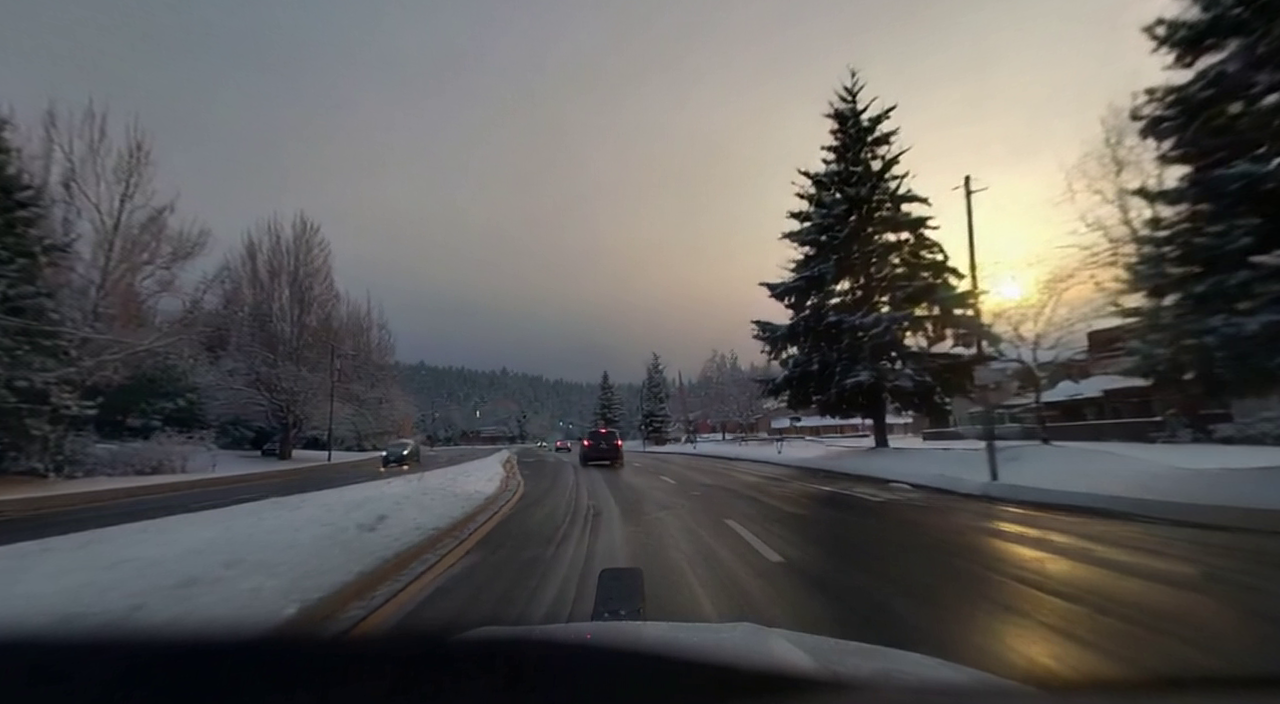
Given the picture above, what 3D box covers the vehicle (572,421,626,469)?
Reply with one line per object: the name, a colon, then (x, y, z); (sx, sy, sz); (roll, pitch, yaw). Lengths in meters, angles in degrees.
vehicle: (-1.967, 4.282, 29.109); (2.072, 2.002, 4.391); (2, -8, -9)
